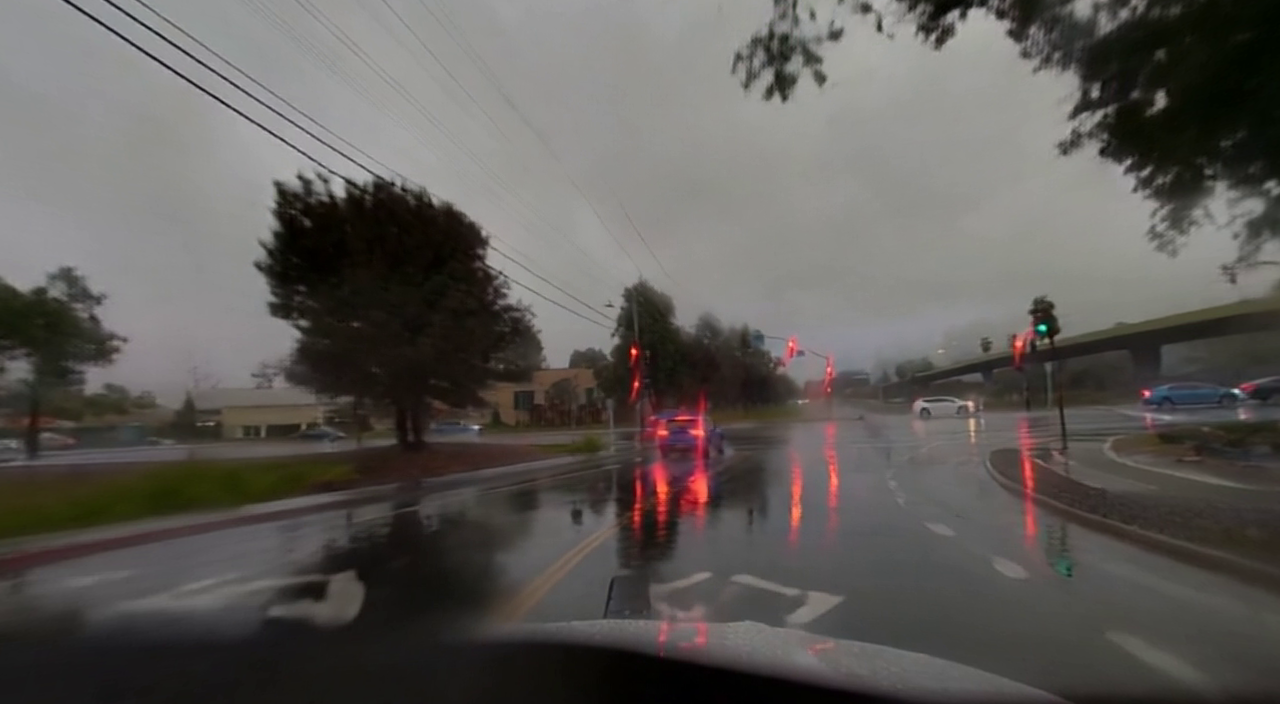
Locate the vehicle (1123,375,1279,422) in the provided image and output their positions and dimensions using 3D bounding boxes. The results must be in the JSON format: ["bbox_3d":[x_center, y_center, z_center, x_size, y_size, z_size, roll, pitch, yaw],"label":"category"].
[{"bbox_3d":[26.217,2.233,29.667,4.950,2.022,2.221,-3,-6,18],"label":"vehicle"}]

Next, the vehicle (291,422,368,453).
[{"bbox_3d":[-22.886,6.326,46.479,4.928,1.843,2.055,-5,-2,17],"label":"vehicle"}]

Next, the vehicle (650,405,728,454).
[{"bbox_3d":[2.053,3.144,24.937,1.928,1.726,4.704,-3,-9,19],"label":"vehicle"}]

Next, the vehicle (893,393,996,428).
[{"bbox_3d":[16.002,3.109,33.388,4.636,1.668,1.935,-3,-7,20],"label":"vehicle"}]

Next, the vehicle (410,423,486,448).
[{"bbox_3d":[-12.980,5.648,42.585,4.610,1.476,2.021,-3,-4,18],"label":"vehicle"}]
